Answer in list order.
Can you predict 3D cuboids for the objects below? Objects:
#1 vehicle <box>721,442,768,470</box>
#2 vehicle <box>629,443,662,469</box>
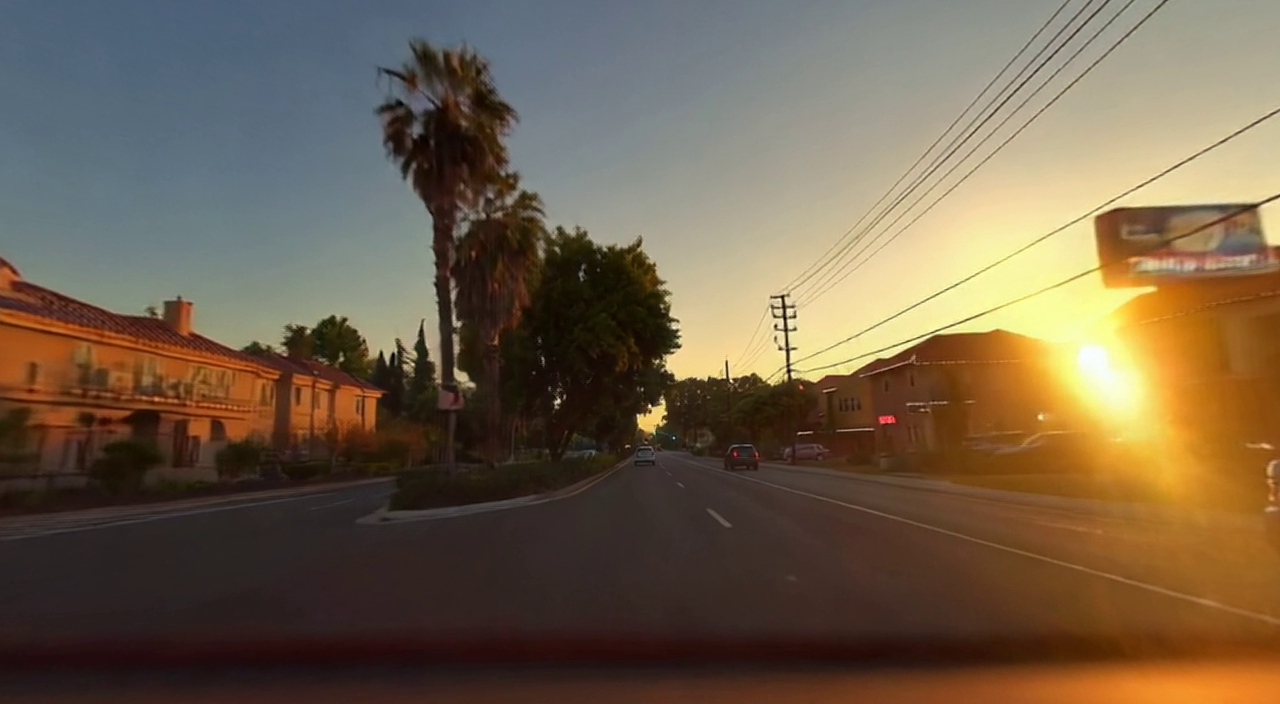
[{"bbox_3d":[6.753,6.815,41.325,2.252,1.718,4.617,0,-9,0],"label":"vehicle"},{"bbox_3d":[0.333,7.039,42.721,2.138,1.702,4.168,0,-9,0],"label":"vehicle"}]
